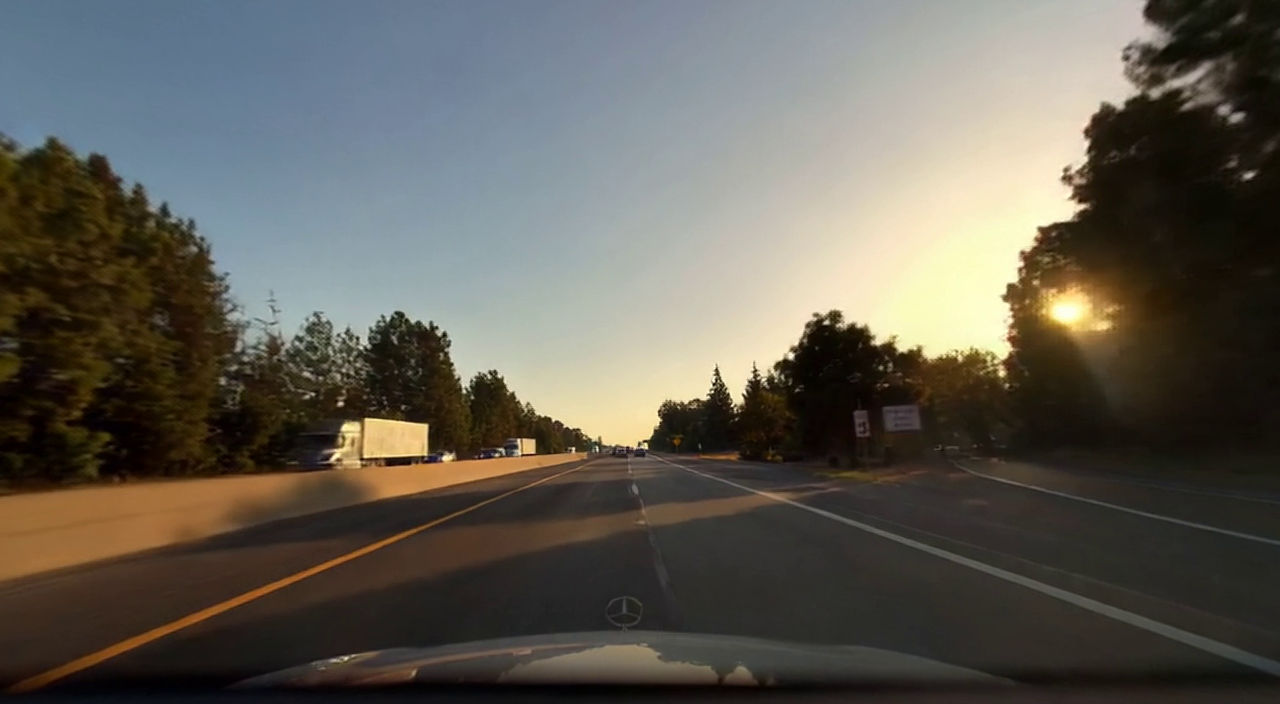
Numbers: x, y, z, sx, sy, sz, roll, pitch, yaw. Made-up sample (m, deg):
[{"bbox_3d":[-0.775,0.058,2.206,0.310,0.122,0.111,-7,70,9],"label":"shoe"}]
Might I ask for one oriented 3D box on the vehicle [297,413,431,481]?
[{"bbox_3d":[-20.665,7.432,49.329,2.936,4.356,16.937,0,-9,0],"label":"vehicle"}]
